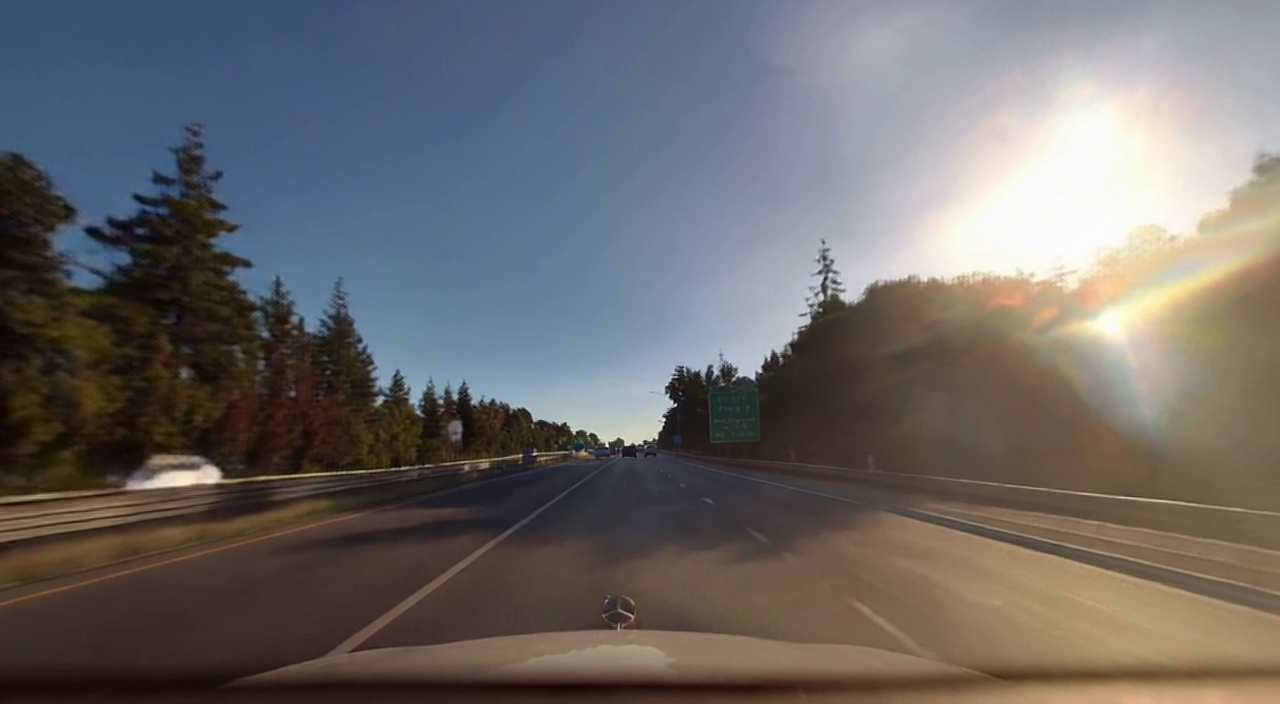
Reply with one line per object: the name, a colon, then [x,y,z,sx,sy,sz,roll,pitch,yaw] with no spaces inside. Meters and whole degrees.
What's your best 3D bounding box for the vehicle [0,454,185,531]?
vehicle: [-14.016,3.413,15.780,1.901,1.609,4.273,0,-9,-1]
